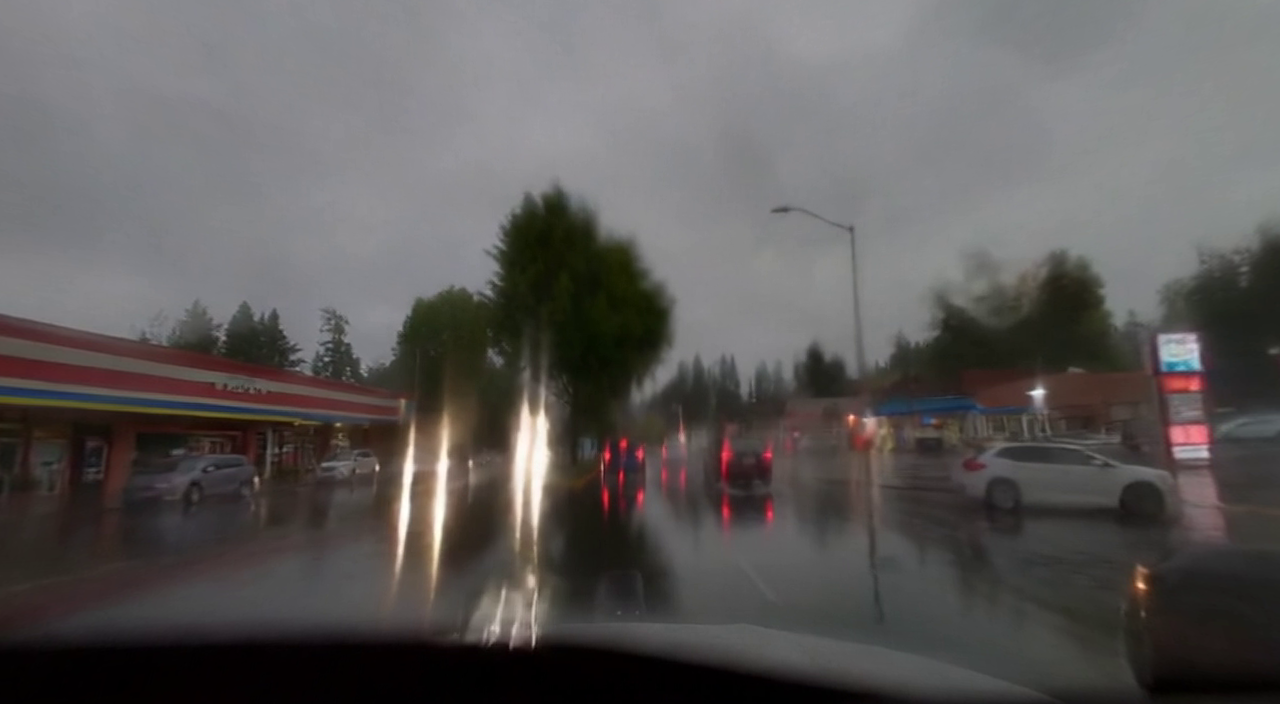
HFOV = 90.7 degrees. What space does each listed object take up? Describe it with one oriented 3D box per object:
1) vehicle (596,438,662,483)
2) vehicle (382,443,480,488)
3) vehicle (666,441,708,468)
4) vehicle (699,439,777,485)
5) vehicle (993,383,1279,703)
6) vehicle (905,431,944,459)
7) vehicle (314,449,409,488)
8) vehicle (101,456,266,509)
[{"bbox_3d":[-0.413,4.011,23.661,2.232,1.508,4.319,0,-9,-1],"label":"vehicle"},{"bbox_3d":[-7.969,4.352,24.725,2.240,1.550,4.760,0,-9,0],"label":"vehicle"},{"bbox_3d":[2.765,6.161,38.221,2.098,1.527,3.966,0,-9,-2],"label":"vehicle"},{"bbox_3d":[3.415,3.947,22.946,2.060,1.471,4.168,0,-9,-1],"label":"vehicle"},{"bbox_3d":[3.147,0.747,1.367,2.097,1.502,4.470,0,-9,-1],"label":"vehicle"},{"bbox_3d":[18.635,6.102,41.329,1.937,1.691,4.746,-5,-10,27],"label":"vehicle"},{"bbox_3d":[-11.655,4.885,26.903,1.915,1.473,4.573,0,-9,1],"label":"vehicle"},{"bbox_3d":[-14.970,4.259,21.196,2.007,1.463,4.792,0,-9,-1],"label":"vehicle"}]
